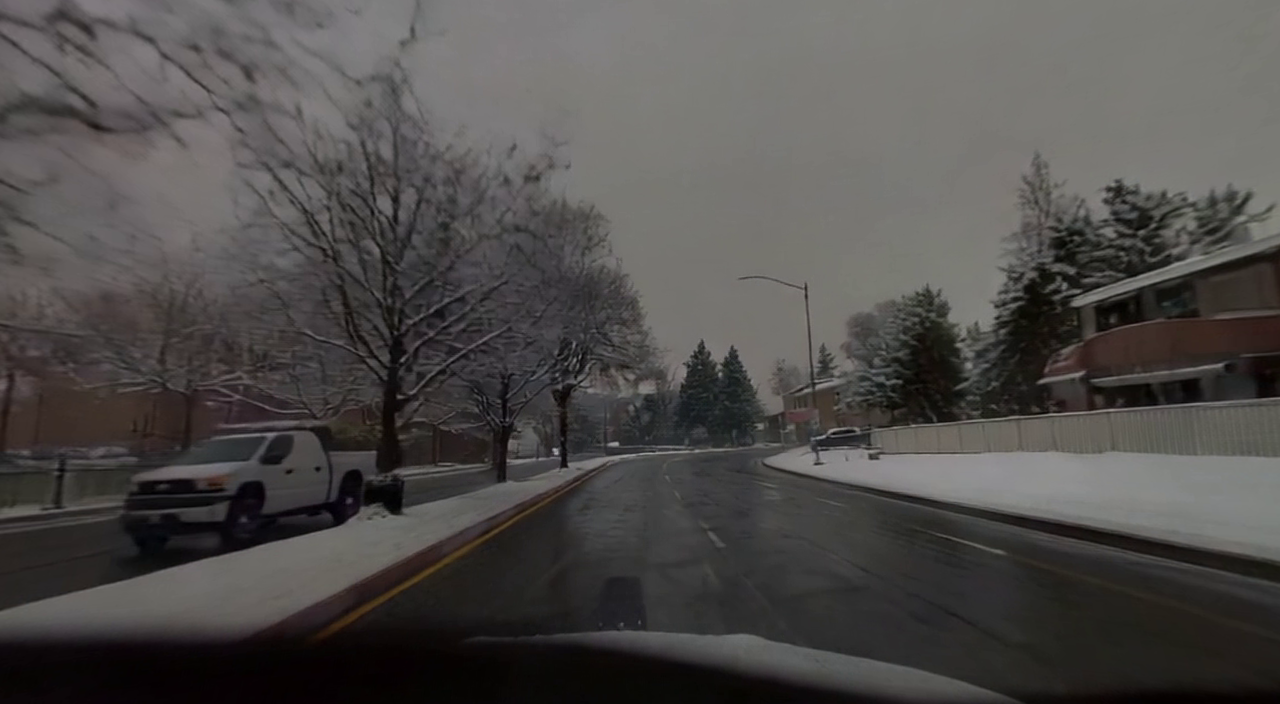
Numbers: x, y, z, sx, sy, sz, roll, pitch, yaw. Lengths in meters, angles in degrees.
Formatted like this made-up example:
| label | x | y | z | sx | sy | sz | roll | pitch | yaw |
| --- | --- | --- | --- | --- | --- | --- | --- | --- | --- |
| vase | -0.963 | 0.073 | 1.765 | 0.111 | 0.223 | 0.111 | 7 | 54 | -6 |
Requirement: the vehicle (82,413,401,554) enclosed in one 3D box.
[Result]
| label | x | y | z | sx | sy | sz | roll | pitch | yaw |
| --- | --- | --- | --- | --- | --- | --- | --- | --- | --- |
| vehicle | -6.110 | 2.058 | 10.630 | 2.196 | 1.809 | 4.857 | 0 | -8 | 0 |
